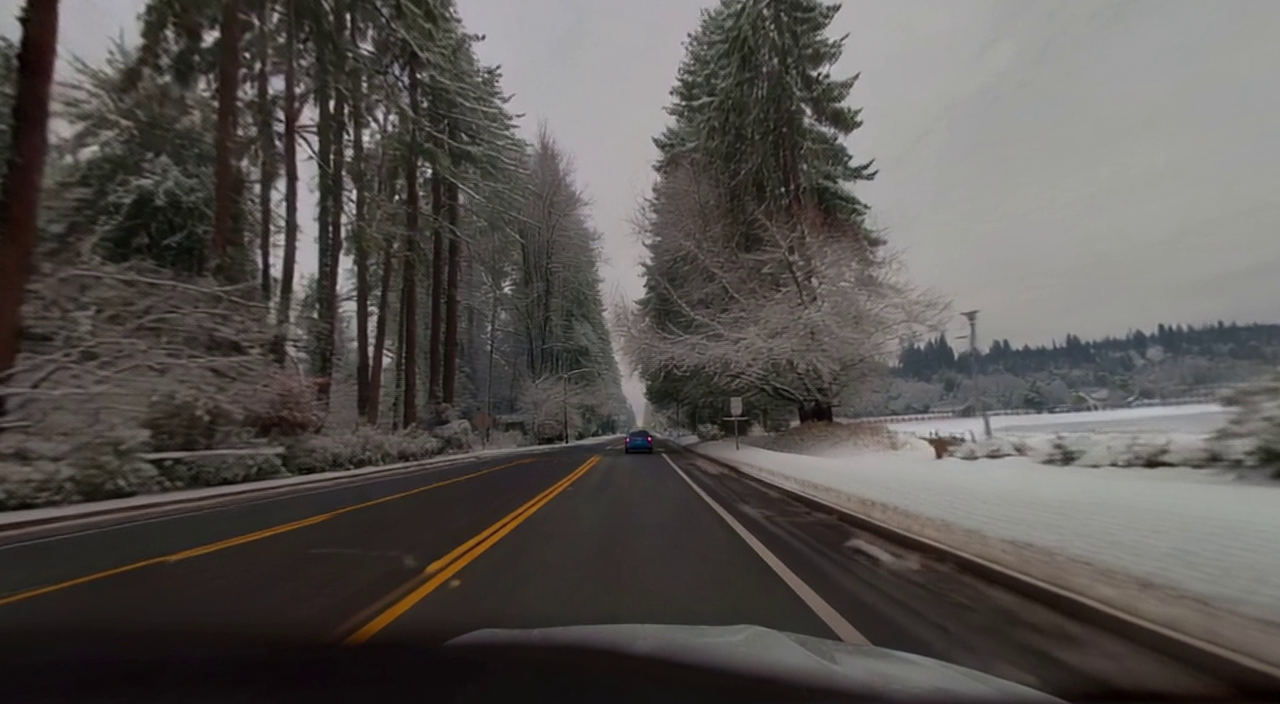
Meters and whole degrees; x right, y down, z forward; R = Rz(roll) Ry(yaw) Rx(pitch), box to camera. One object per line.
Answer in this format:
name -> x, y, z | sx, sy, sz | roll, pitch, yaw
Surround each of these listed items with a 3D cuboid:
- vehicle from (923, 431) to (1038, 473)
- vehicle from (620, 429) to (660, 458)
vehicle -> 13.226, 3.919, 24.911 | 1.766, 1.463, 4.445 | 2, -8, -5
vehicle -> -0.014, 4.994, 34.397 | 2.067, 1.486, 3.861 | 0, -8, 0
